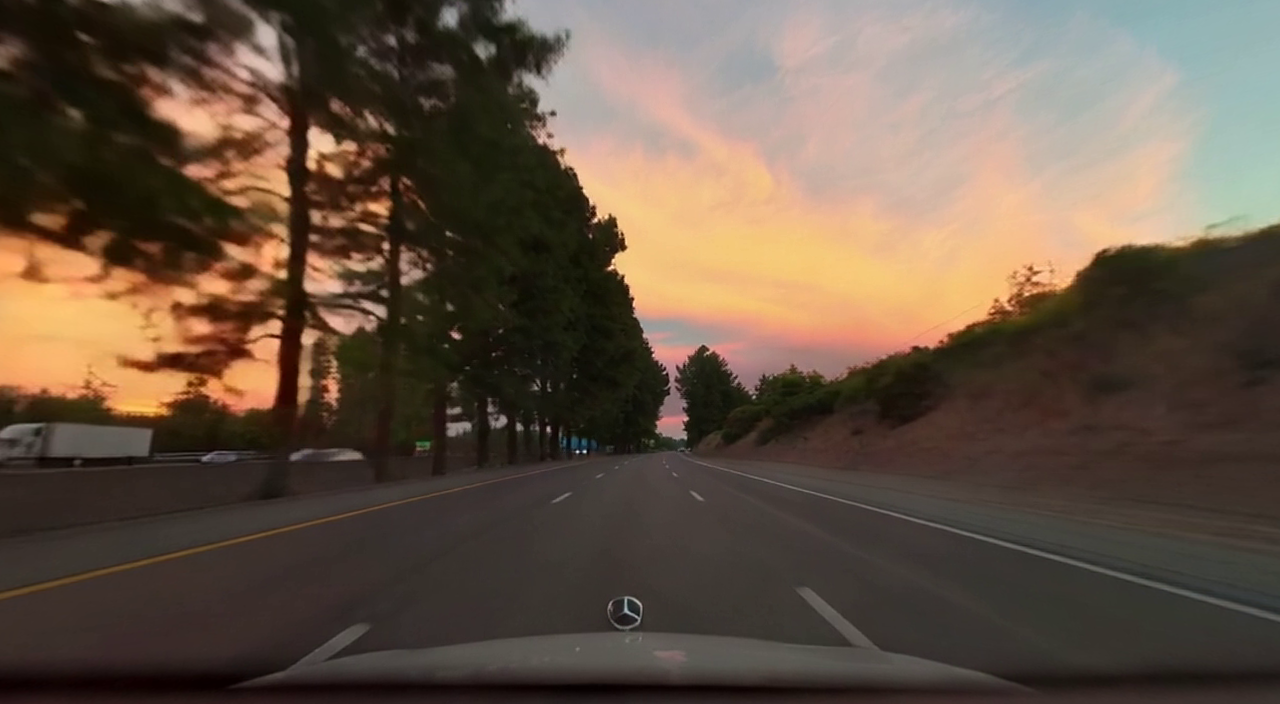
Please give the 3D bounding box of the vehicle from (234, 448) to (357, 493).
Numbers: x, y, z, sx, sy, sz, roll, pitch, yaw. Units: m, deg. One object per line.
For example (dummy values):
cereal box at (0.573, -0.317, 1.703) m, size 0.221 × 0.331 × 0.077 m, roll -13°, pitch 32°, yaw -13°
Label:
vehicle at (-12.111, 4.167, 22.541) m, size 1.948 × 1.445 × 4.306 m, roll 0°, pitch -9°, yaw 0°
